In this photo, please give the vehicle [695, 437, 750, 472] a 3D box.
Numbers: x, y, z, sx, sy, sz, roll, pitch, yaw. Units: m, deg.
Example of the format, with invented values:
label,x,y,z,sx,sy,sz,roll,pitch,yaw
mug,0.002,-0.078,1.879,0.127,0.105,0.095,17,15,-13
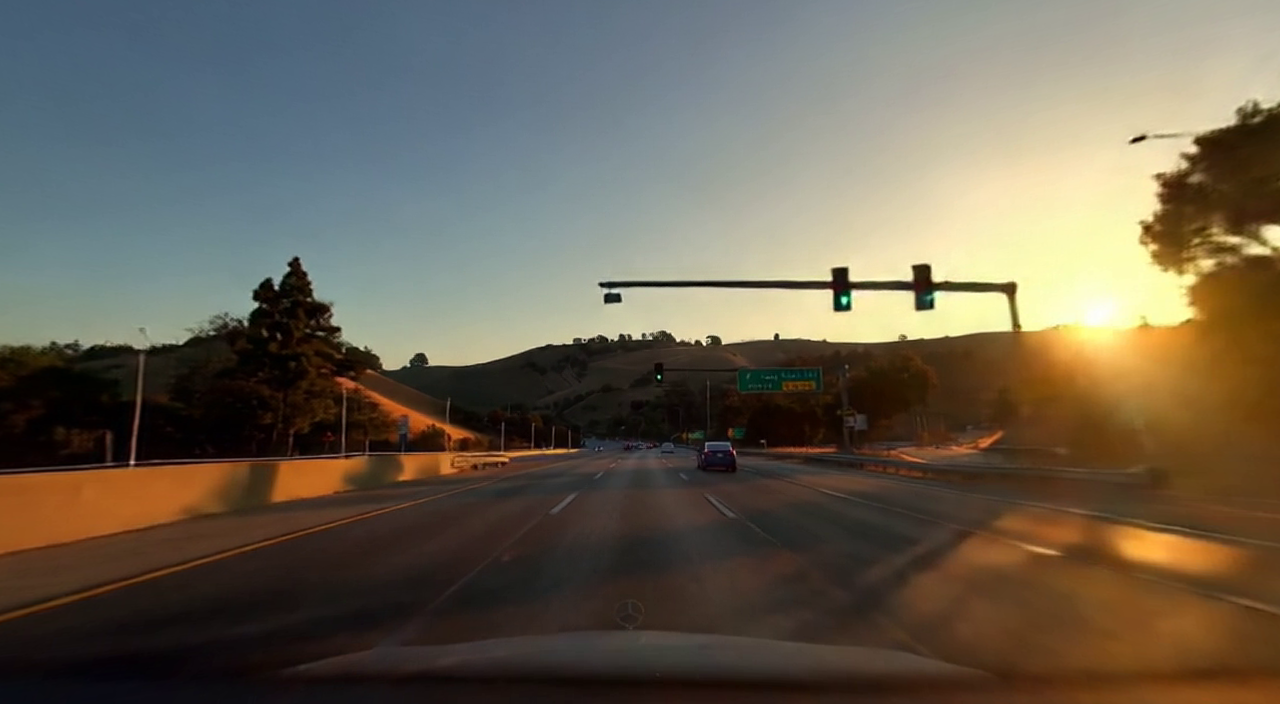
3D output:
label,x,y,z,sx,sy,sz,roll,pitch,yaw
vehicle,3.686,4.678,29.057,1.916,1.469,4.481,0,-8,0
